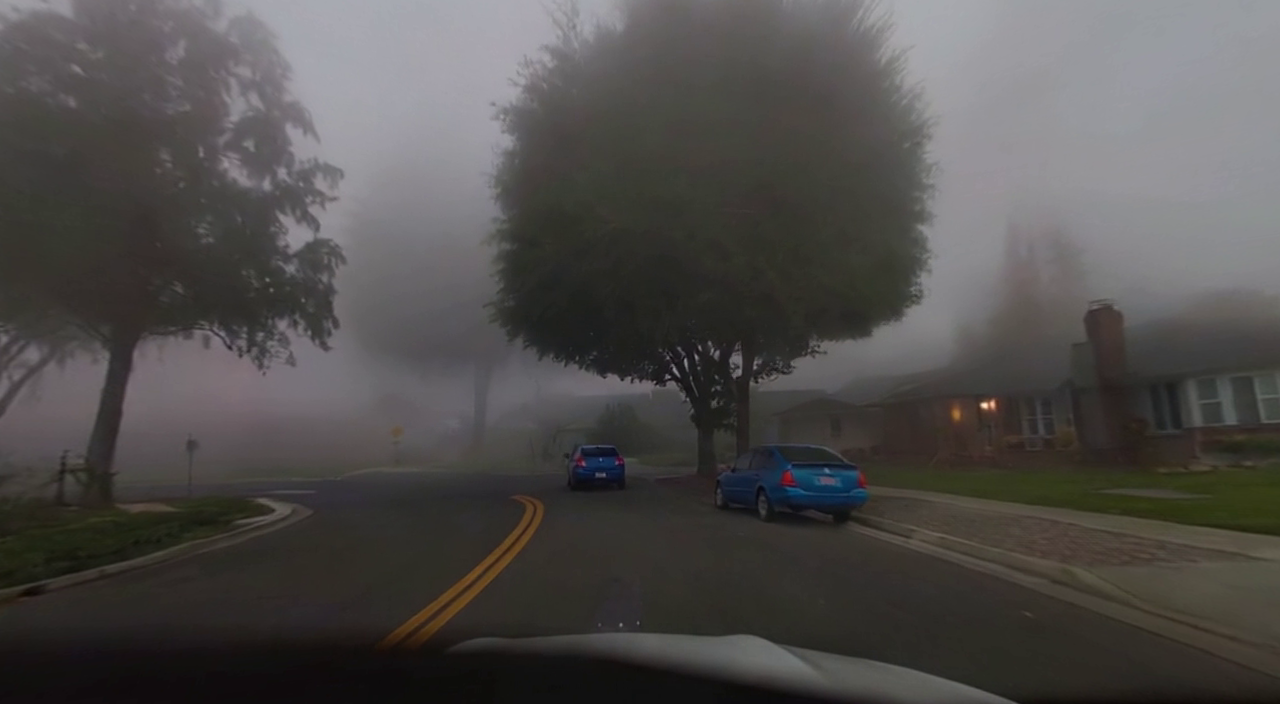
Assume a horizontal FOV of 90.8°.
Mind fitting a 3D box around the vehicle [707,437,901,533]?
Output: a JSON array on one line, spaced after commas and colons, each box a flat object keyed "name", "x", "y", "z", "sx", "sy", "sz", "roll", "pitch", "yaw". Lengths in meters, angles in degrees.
[{"name": "vehicle", "x": 2.813, "y": 2.413, "z": 12.136, "sx": 2.089, "sy": 1.462, "sz": 4.529, "roll": 1, "pitch": -9, "yaw": -6}]

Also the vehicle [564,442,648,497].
[{"name": "vehicle", "x": -1.177, "y": 3.527, "z": 19.383, "sx": 2.192, "sy": 1.474, "sz": 4.192, "roll": 1, "pitch": -9, "yaw": -8}]
